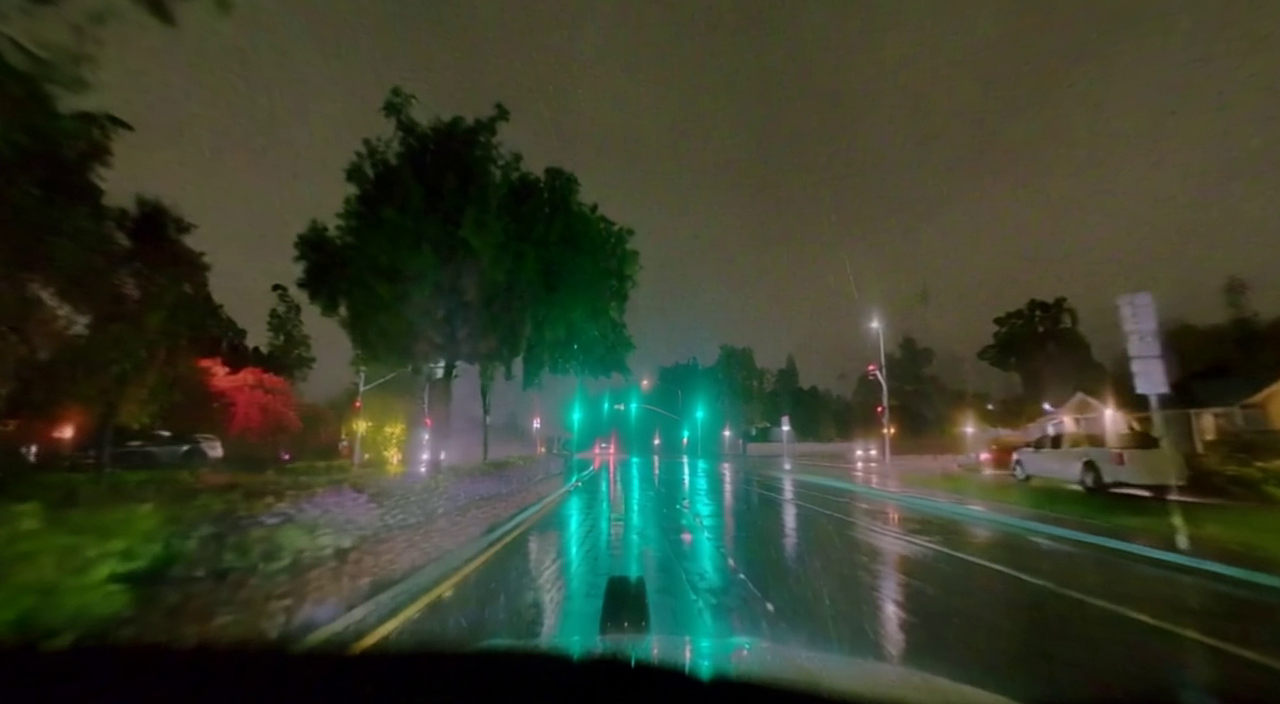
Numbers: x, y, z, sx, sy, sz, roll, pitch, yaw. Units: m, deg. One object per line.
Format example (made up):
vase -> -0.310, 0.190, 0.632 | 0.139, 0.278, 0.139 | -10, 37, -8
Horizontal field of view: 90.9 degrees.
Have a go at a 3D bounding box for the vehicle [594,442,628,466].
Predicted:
vehicle -> -1.960, 6.719, 41.692 | 2.113, 1.462, 4.203 | 1, -9, -4

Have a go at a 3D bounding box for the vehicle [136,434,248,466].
vehicle -> -23.950, 5.270, 33.849 | 4.348, 1.653, 1.948 | 2, -9, -11

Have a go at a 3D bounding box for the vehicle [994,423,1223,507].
vehicle -> 11.515, 2.808, 16.120 | 2.145, 1.795, 4.992 | 0, -9, 2

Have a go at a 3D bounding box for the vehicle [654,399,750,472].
vehicle -> 2.965, 4.732, 34.984 | 3.037, 3.261, 12.926 | 1, -9, -5
